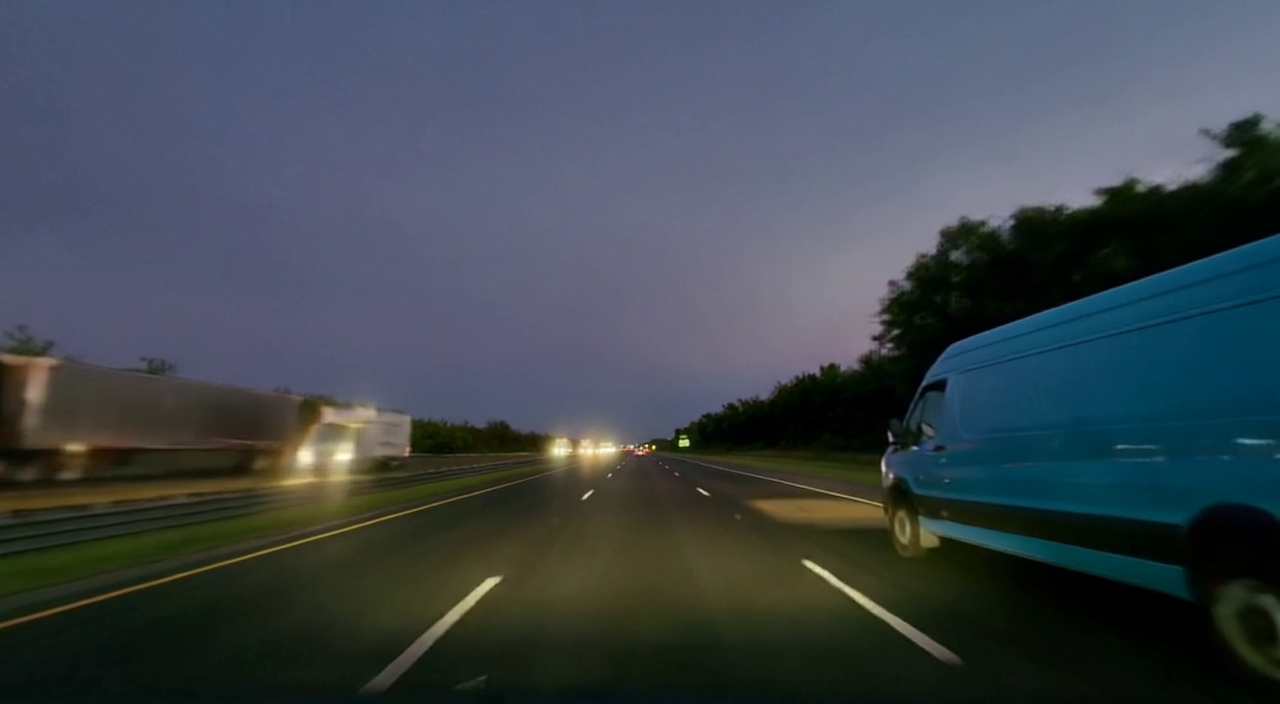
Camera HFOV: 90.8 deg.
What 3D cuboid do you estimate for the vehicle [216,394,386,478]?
[{"bbox_3d":[-13.129,3.439,25.383,2.779,2.856,7.264,0,-9,0],"label":"vehicle"}]

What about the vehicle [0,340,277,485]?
[{"bbox_3d":[-19.595,2.693,24.105,2.911,4.029,14.611,0,-9,-1],"label":"vehicle"}]

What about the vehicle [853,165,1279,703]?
[{"bbox_3d":[4.020,0.740,4.527,2.552,2.524,6.630,0,-9,-1],"label":"vehicle"}]
